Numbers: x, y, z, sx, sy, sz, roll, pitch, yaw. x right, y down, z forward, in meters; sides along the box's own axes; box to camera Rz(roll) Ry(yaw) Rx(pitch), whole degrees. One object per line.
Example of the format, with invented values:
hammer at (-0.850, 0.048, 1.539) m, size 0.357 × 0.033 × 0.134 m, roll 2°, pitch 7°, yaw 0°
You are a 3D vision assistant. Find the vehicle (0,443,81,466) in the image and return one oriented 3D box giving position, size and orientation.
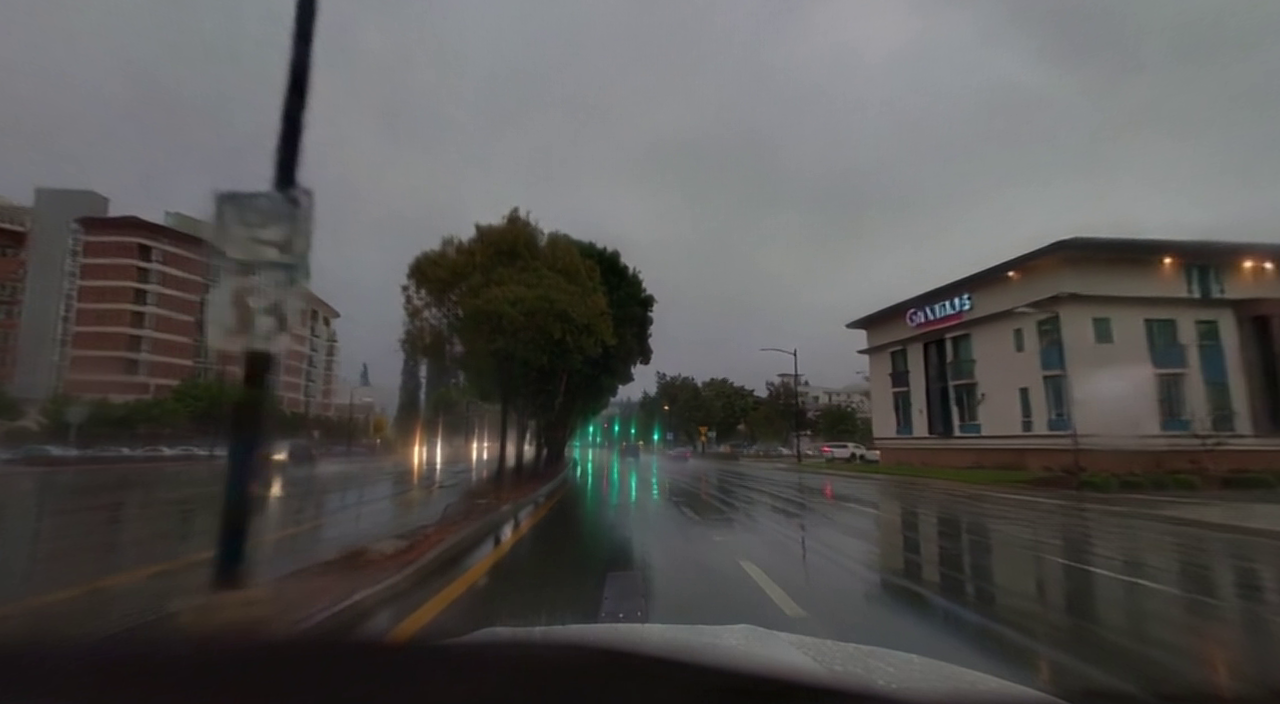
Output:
vehicle at (-41.380, 7.051, 43.631) m, size 1.772 × 1.448 × 4.585 m, roll 1°, pitch -9°, yaw -8°

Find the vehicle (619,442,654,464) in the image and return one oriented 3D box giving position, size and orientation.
vehicle at (-0.337, 7.435, 46.606) m, size 2.020 × 1.479 × 4.650 m, roll 1°, pitch -9°, yaw -7°

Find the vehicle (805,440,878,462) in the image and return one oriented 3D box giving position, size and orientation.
vehicle at (14.781, 7.283, 46.481) m, size 4.648 × 1.510 × 1.891 m, roll 1°, pitch -9°, yaw -6°

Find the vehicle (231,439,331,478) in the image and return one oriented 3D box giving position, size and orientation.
vehicle at (-14.875, 4.408, 26.471) m, size 1.915 × 1.483 × 4.210 m, roll 0°, pitch -9°, yaw -4°

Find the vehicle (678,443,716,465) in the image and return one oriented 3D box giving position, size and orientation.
vehicle at (4.052, 7.346, 45.666) m, size 1.932 × 1.439 × 4.159 m, roll 1°, pitch -9°, yaw -7°
